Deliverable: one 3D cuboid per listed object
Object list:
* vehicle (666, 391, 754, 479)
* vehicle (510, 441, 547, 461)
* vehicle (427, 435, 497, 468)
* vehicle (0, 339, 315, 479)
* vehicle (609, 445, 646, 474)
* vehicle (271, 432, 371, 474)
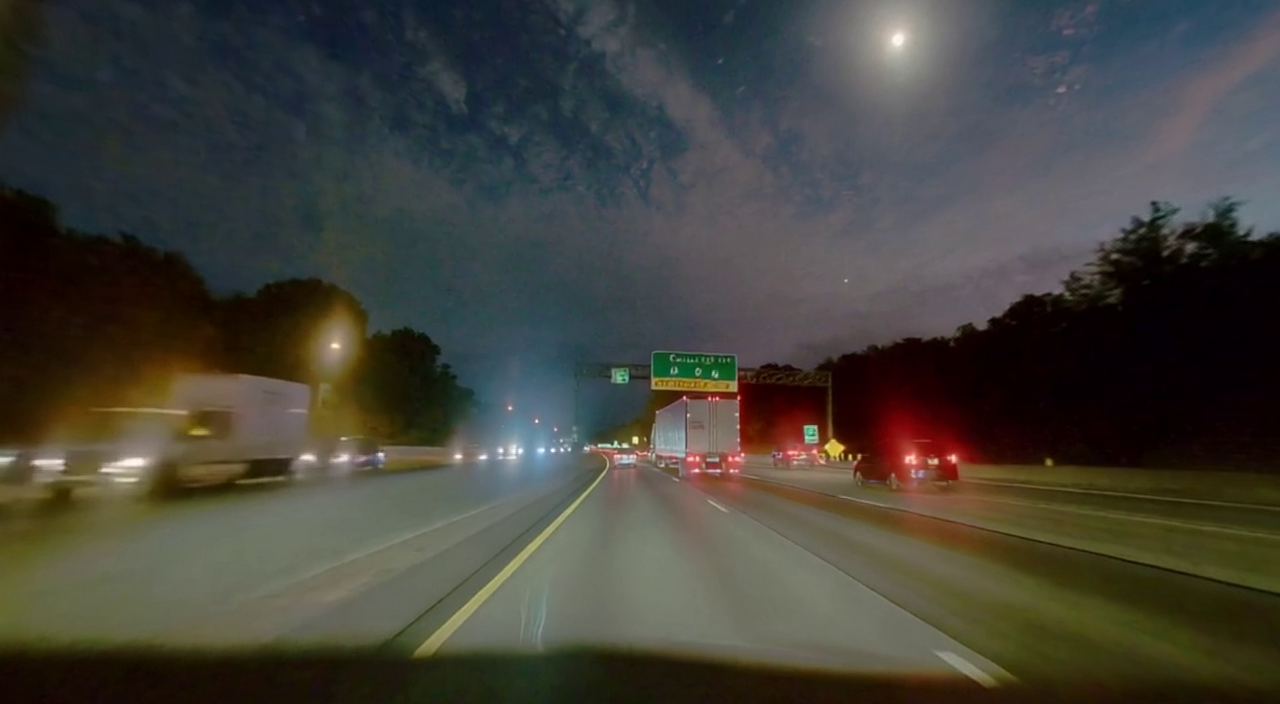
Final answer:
[{"bbox_3d":[3.481,4.788,35.434,2.931,4.009,12.800,0,-9,-2],"label":"vehicle"},{"bbox_3d":[-8.510,7.599,48.457,2.139,1.476,4.214,0,-9,-1],"label":"vehicle"},{"bbox_3d":[-8.503,4.825,30.523,2.013,1.451,4.635,0,-9,0],"label":"vehicle"},{"bbox_3d":[-7.776,1.065,10.558,2.073,1.806,4.773,0,-8,0],"label":"vehicle"},{"bbox_3d":[-0.754,6.452,38.044,2.111,1.599,3.859,0,-9,-1],"label":"vehicle"},{"bbox_3d":[-12.023,3.846,24.045,1.902,1.450,3.714,0,-9,-1],"label":"vehicle"}]
